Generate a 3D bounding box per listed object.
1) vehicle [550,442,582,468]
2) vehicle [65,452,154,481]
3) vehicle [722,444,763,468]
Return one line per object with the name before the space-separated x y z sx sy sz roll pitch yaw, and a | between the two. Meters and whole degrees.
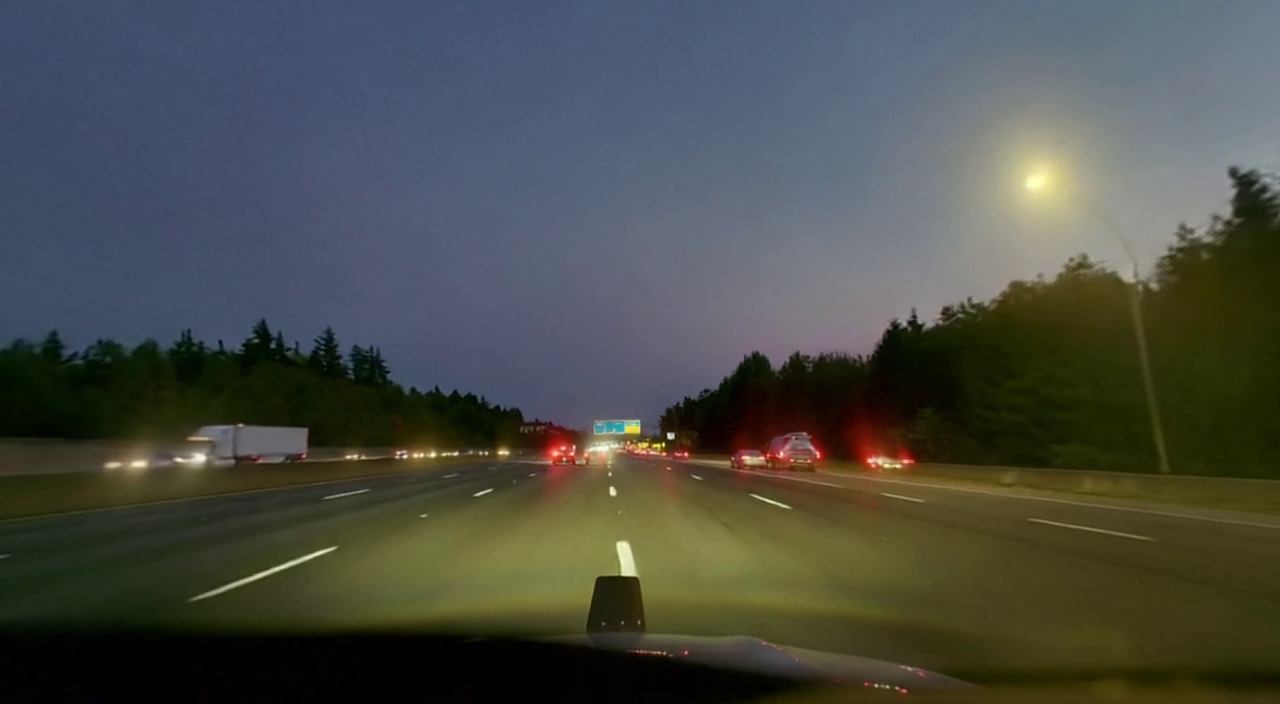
vehicle | -5.419 7.628 46.738 2.167 1.847 4.097 0 -9 -5
vehicle | -31.135 6.713 37.138 1.827 1.563 4.222 1 -9 -6
vehicle | 7.281 7.457 45.179 1.989 1.591 4.348 0 -9 -4
